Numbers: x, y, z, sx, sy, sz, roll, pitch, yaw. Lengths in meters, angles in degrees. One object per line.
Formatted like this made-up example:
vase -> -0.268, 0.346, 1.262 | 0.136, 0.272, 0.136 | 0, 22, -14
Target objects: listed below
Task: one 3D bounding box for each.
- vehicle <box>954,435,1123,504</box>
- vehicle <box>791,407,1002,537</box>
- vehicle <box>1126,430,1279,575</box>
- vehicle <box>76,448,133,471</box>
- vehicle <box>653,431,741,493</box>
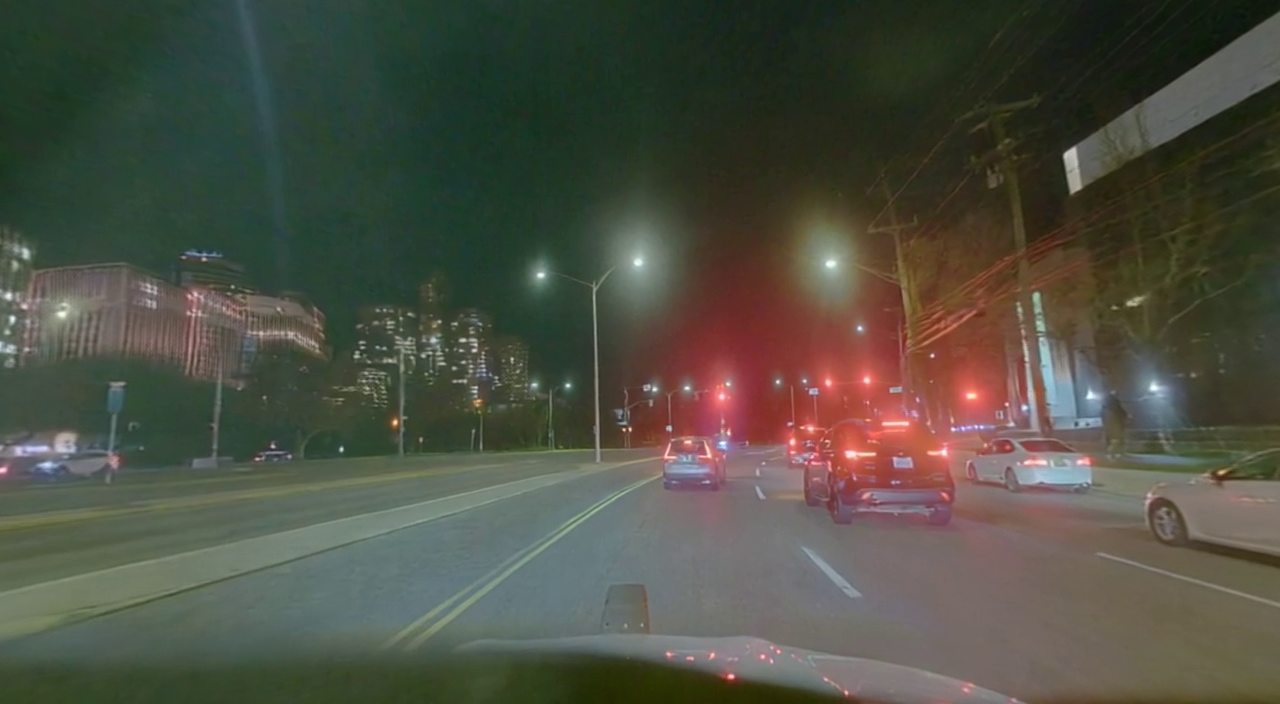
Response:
vehicle -> 9.758, 2.880, 15.938 | 1.882, 1.463, 4.543 | -1, -9, 9
vehicle -> 4.225, 2.069, 11.438 | 2.119, 1.810, 4.848 | -1, -9, 5
vehicle -> 7.465, 1.511, 6.250 | 1.866, 1.471, 4.478 | 0, -9, 3
vehicle -> -38.366, 7.667, 45.097 | 4.848, 1.498, 2.009 | -7, -11, 37
vehicle -> 1.744, 3.067, 17.857 | 2.168, 1.527, 4.174 | -1, -9, 9
